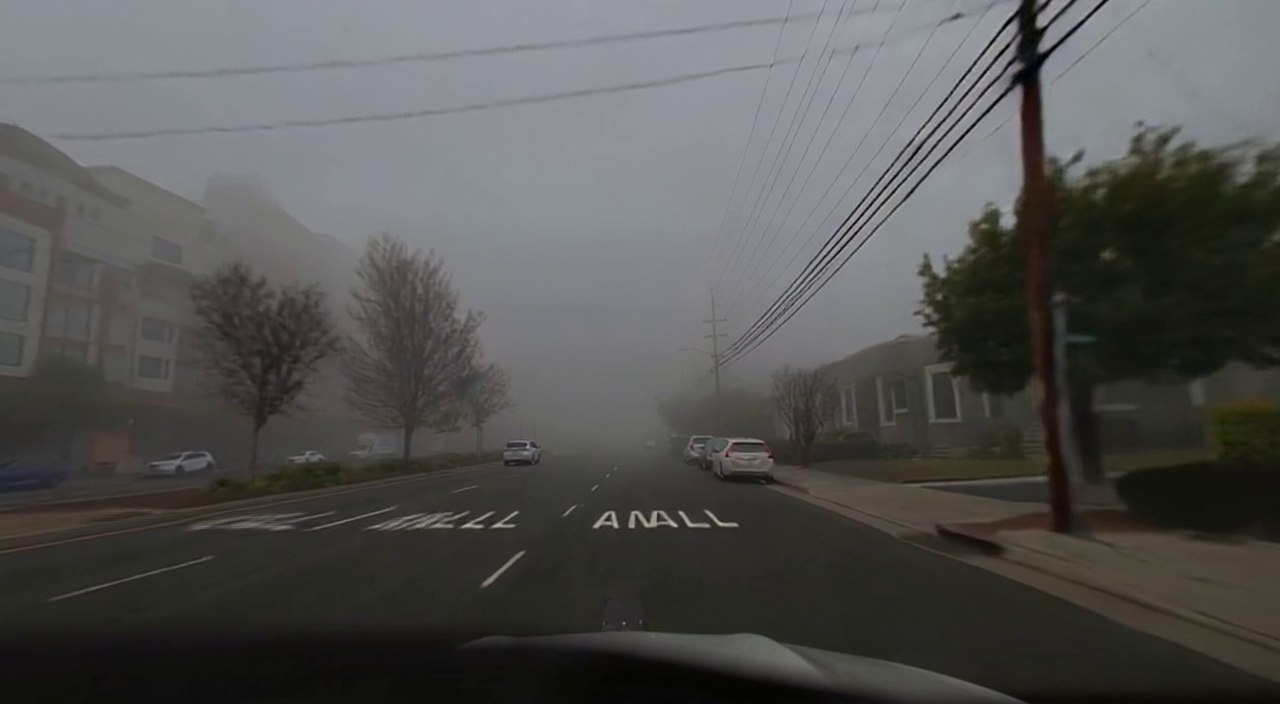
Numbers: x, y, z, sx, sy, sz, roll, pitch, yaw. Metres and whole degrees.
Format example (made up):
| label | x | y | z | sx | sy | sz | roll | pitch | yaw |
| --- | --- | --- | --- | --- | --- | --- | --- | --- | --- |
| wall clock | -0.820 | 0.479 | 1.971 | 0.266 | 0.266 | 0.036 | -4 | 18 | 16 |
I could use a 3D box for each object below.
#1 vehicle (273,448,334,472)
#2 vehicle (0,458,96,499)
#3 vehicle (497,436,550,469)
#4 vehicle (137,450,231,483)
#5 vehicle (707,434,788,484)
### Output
| label | x | y | z | sx | sy | sz | roll | pitch | yaw |
| --- | --- | --- | --- | --- | --- | --- | --- | --- | --- |
| vehicle | -25.693 | 8.227 | 48.372 | 2.121 | 1.699 | 4.506 | 0 | -8 | 1 |
| vehicle | -25.859 | 5.246 | 26.476 | 1.935 | 1.487 | 4.600 | 0 | -8 | 0 |
| vehicle | -6.403 | 5.548 | 35.028 | 2.000 | 1.671 | 4.497 | 0 | -8 | 1 |
| vehicle | -25.742 | 6.448 | 35.832 | 1.959 | 1.707 | 4.481 | 0 | -8 | 0 |
| vehicle | 3.637 | 3.705 | 22.218 | 2.048 | 1.556 | 4.753 | 0 | -8 | 0 |
